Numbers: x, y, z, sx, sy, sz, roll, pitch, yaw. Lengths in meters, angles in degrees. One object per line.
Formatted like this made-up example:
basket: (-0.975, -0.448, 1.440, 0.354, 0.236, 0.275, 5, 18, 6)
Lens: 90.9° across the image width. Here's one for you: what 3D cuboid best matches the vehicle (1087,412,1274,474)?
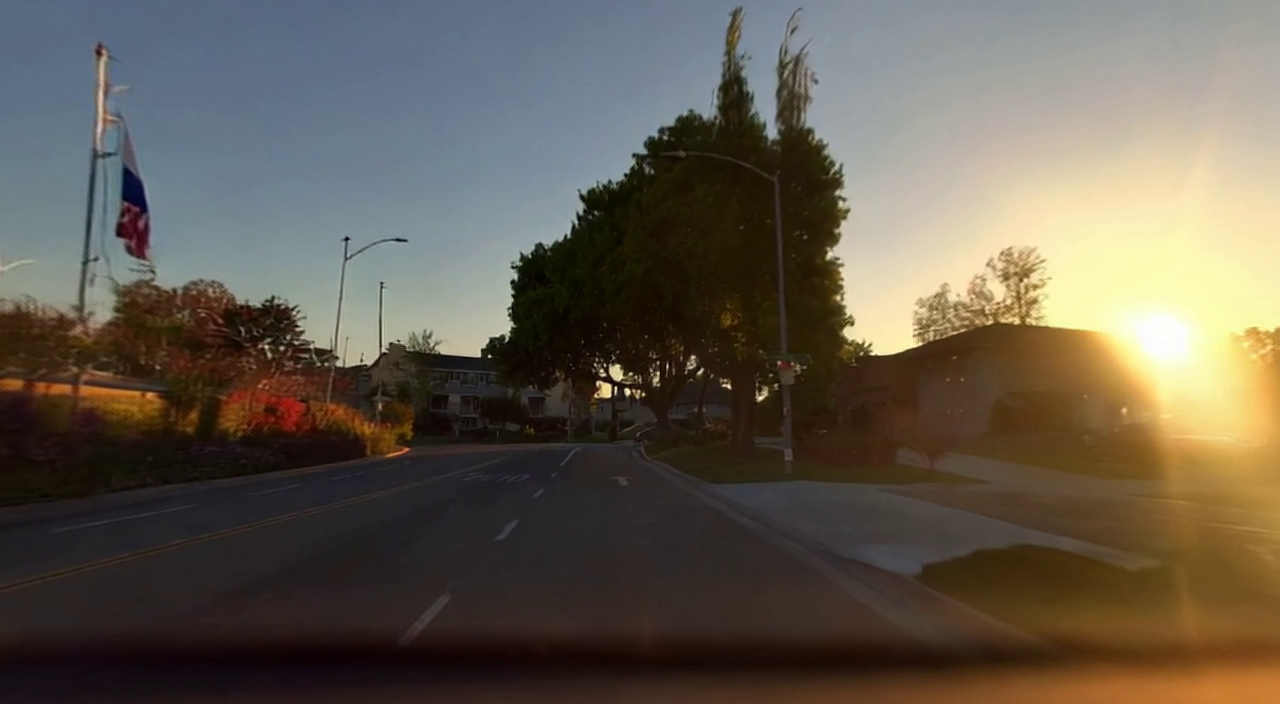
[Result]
vehicle: (19.479, 3.293, 23.082, 1.949, 2.002, 4.914, 1, -8, -11)
